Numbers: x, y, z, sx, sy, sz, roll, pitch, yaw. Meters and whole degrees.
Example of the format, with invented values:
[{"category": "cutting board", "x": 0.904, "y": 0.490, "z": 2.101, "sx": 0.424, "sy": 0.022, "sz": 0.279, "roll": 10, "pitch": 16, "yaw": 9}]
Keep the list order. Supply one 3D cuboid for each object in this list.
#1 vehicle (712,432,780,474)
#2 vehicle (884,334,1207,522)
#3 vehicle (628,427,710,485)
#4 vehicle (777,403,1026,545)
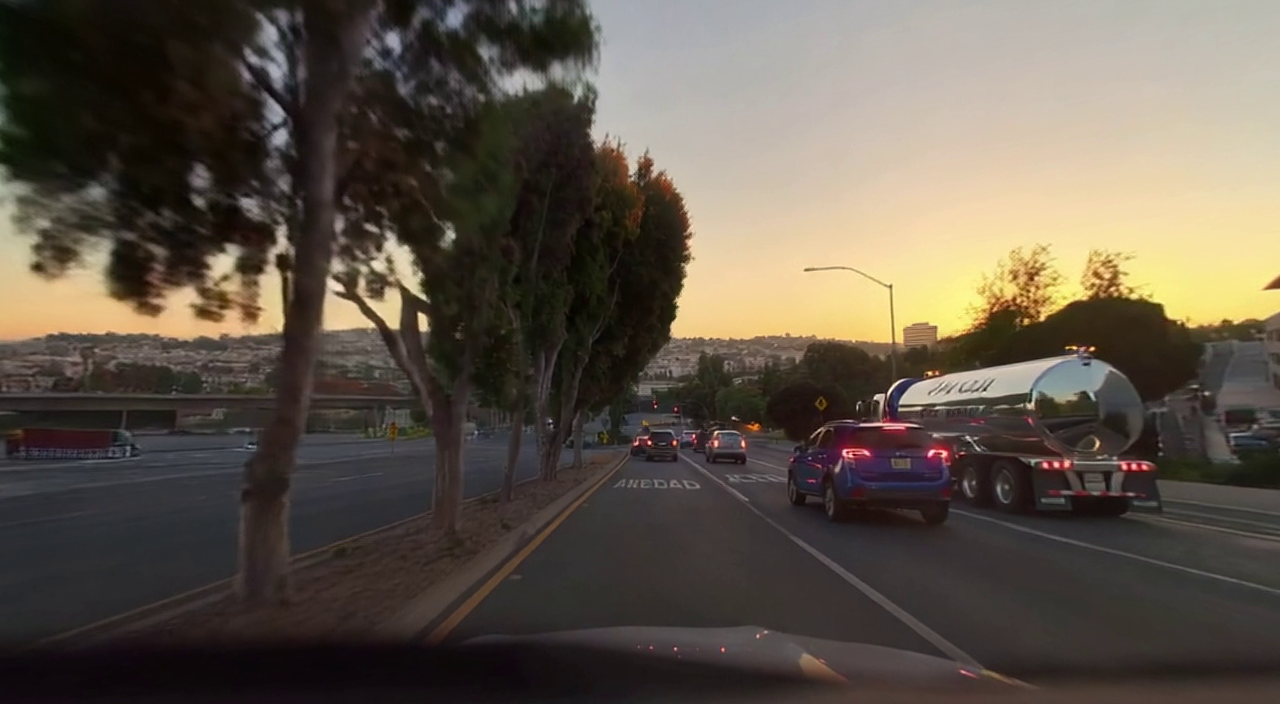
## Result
[{"category": "vehicle", "x": 4.040, "y": 3.931, "z": 24.654, "sx": 1.917, "sy": 1.475, "sz": 4.081, "roll": 0, "pitch": -8, "yaw": -1}, {"category": "vehicle", "x": 8.159, "y": 1.735, "z": 14.004, "sx": 2.849, "sy": 3.207, "sz": 6.275, "roll": 0, "pitch": -8, "yaw": -1}, {"category": "vehicle", "x": 0.793, "y": 3.030, "z": 18.554, "sx": 2.148, "sy": 1.488, "sz": 4.002, "roll": 0, "pitch": -8, "yaw": 1}, {"category": "vehicle", "x": 3.714, "y": 1.838, "z": 10.089, "sx": 2.045, "sy": 1.729, "sz": 4.532, "roll": 0, "pitch": -8, "yaw": 0}]
